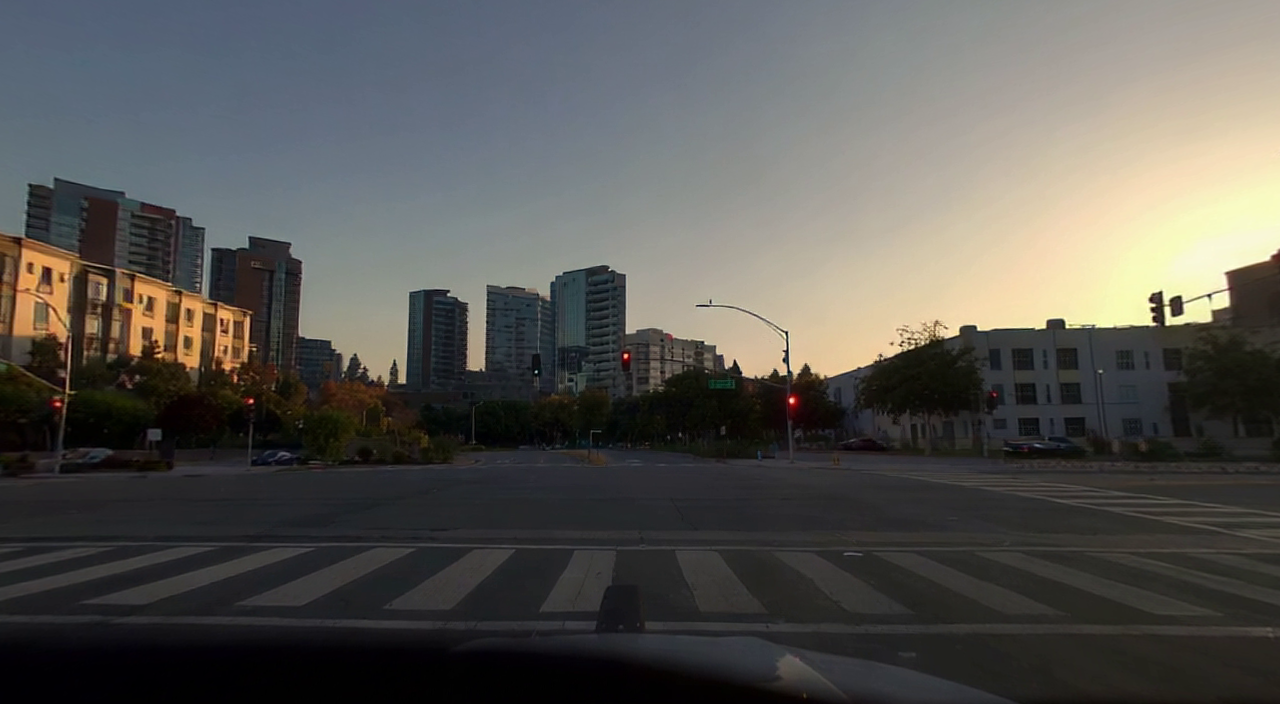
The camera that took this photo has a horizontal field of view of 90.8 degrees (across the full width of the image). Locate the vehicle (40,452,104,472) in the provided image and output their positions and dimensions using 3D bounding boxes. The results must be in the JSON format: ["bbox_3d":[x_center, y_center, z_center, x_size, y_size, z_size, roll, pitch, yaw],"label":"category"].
[{"bbox_3d":[-41.571,8.032,46.320,1.552,1.339,3.340,-1,-8,-1],"label":"vehicle"}]

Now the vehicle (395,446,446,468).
[{"bbox_3d":[-15.487,7.436,44.806,2.056,1.450,4.343,0,-8,0],"label":"vehicle"}]

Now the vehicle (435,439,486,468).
[{"bbox_3d":[-11.950,6.774,42.337,2.080,1.763,4.341,0,-8,0],"label":"vehicle"}]

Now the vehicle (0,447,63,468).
[{"bbox_3d":[-45.247,7.765,46.617,1.858,1.467,3.624,0,-8,0],"label":"vehicle"}]

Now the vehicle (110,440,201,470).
[{"bbox_3d":[-34.889,7.419,45.751,2.204,1.955,5.518,0,-8,0],"label":"vehicle"}]
